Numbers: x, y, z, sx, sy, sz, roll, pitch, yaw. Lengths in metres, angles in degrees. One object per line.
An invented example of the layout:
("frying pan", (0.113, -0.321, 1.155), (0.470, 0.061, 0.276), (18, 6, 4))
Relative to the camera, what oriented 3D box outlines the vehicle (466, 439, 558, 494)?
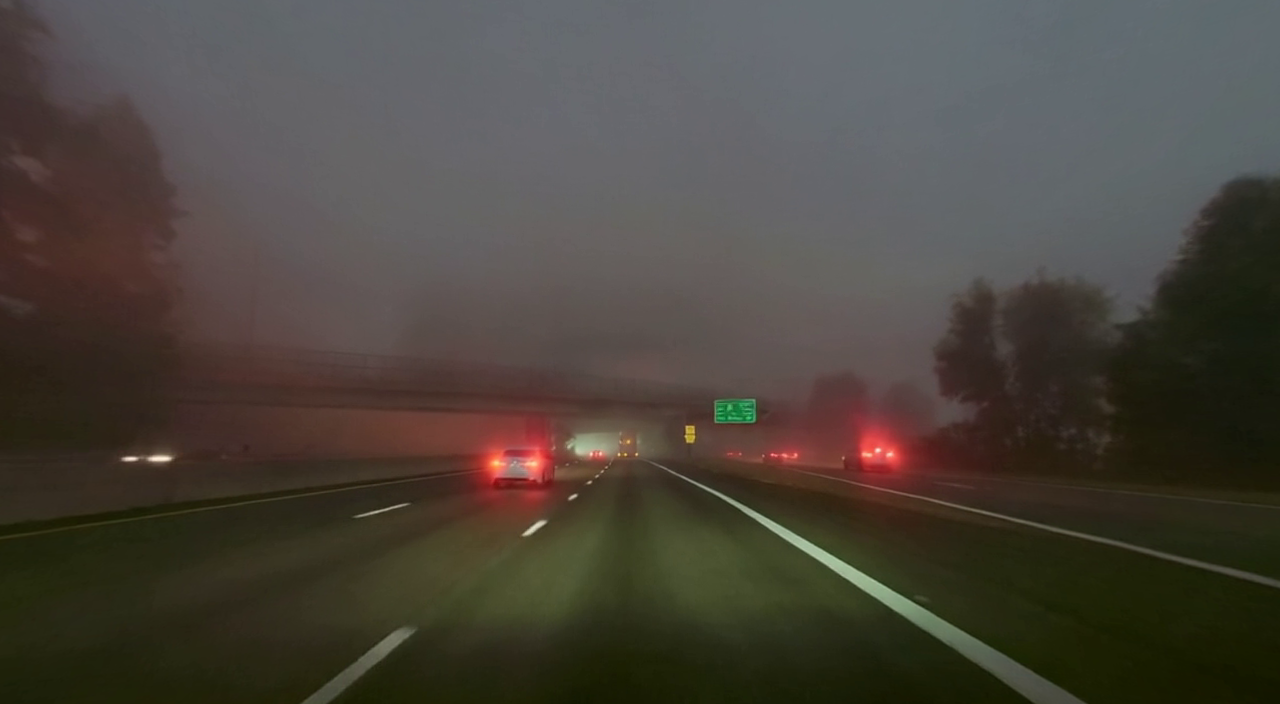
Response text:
("vehicle", (-3.974, 3.636, 20.296), (2.070, 1.564, 4.145), (0, -9, 0))
